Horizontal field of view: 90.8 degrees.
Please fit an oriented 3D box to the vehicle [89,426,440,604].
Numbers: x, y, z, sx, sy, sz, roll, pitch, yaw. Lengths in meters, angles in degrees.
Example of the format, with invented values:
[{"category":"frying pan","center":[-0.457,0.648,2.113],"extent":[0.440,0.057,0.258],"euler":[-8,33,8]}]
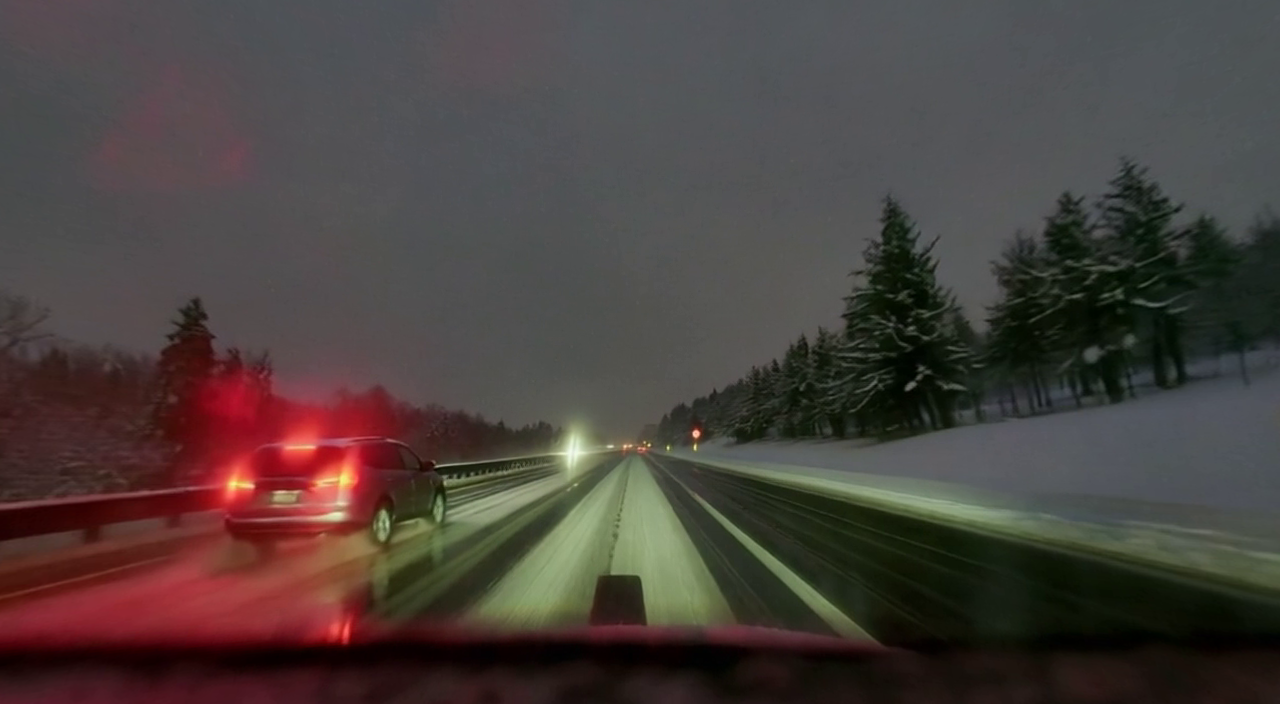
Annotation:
[{"category":"vehicle","center":[-4.137,1.827,7.959],"extent":[1.844,1.620,4.142],"euler":[0,-9,0]}]
